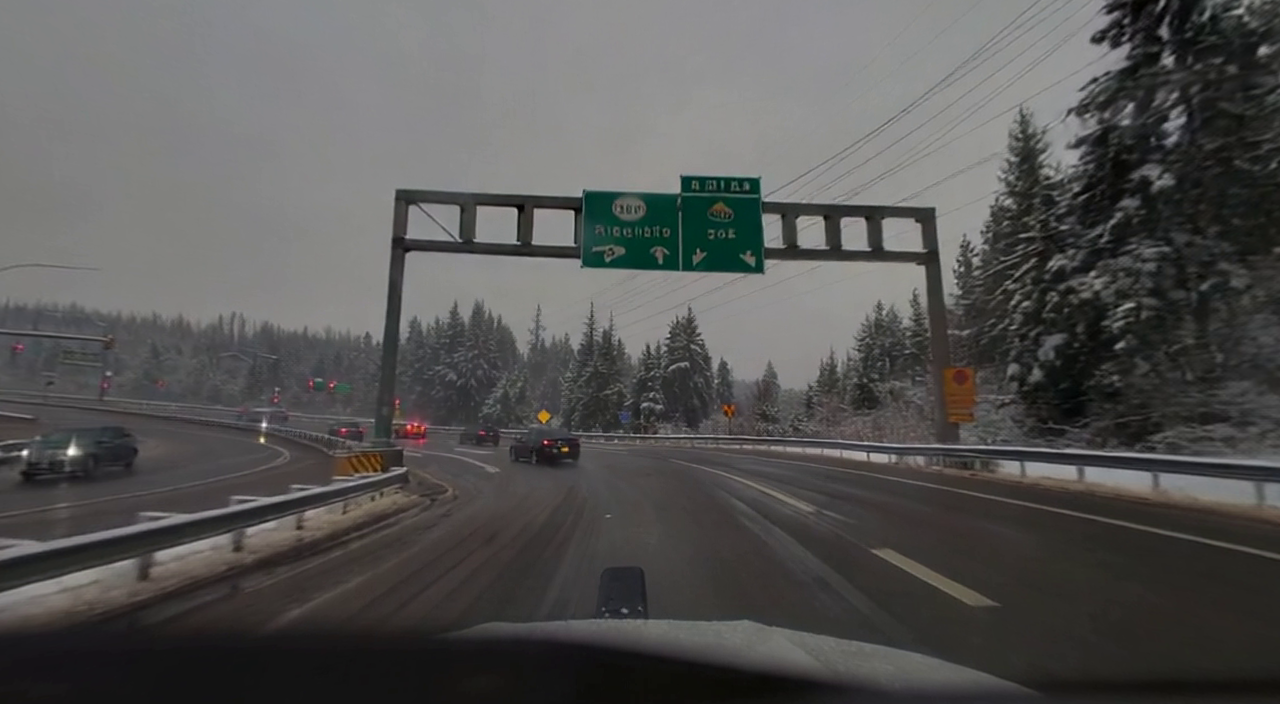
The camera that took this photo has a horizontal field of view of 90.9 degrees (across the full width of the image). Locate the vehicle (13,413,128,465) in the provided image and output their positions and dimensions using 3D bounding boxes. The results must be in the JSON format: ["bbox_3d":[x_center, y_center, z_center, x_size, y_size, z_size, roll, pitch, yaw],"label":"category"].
[{"bbox_3d":[-23.519,3.637,26.317,2.239,1.922,5.001,5,-9,-28],"label":"vehicle"}]

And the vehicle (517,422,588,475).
[{"bbox_3d":[-3.279,3.491,22.974,2.140,1.724,4.304,2,-9,-13],"label":"vehicle"}]
